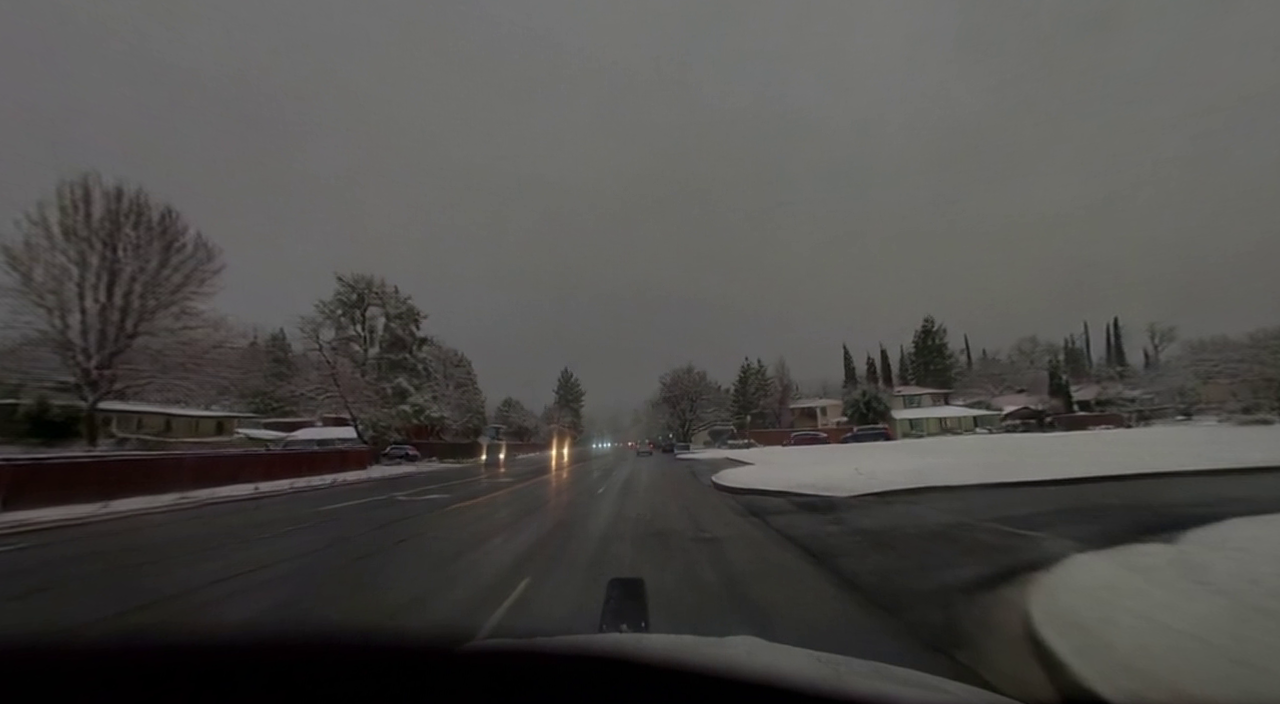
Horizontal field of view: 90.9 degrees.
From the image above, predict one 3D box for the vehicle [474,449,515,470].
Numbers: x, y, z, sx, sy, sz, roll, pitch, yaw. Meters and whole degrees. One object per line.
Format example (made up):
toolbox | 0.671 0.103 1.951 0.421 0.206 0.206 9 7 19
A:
vehicle | -11.072 8.167 48.211 2.026 1.519 4.534 0 -9 1
